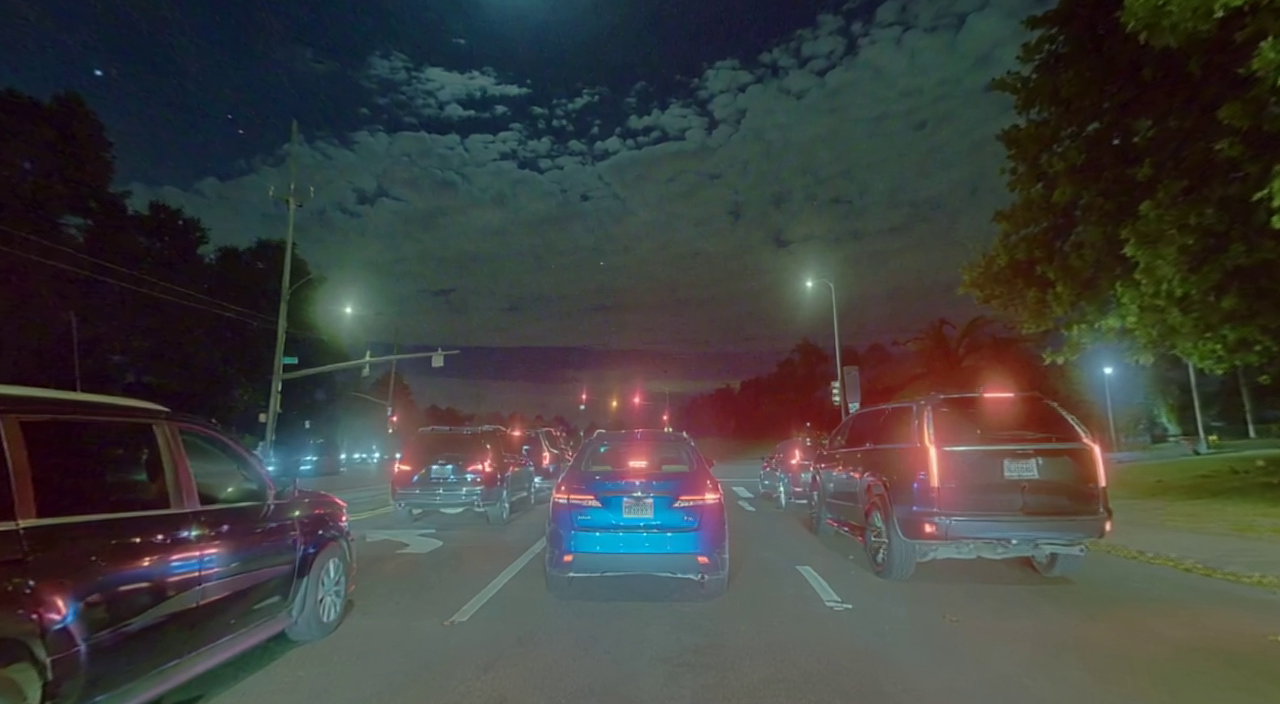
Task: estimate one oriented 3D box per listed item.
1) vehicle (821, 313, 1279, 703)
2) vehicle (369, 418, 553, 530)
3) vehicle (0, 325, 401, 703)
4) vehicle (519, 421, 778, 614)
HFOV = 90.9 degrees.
[{"bbox_3d":[3.213,1.103,4.717,2.141,1.833,4.704,0,-8,-2],"label":"vehicle"},{"bbox_3d":[-3.182,2.296,12.430,2.117,1.772,4.619,0,-8,2],"label":"vehicle"},{"bbox_3d":[-3.122,0.956,3.298,1.982,1.721,4.261,0,-8,1],"label":"vehicle"},{"bbox_3d":[0.032,1.592,6.983,2.021,1.490,3.948,0,-8,-1],"label":"vehicle"}]
